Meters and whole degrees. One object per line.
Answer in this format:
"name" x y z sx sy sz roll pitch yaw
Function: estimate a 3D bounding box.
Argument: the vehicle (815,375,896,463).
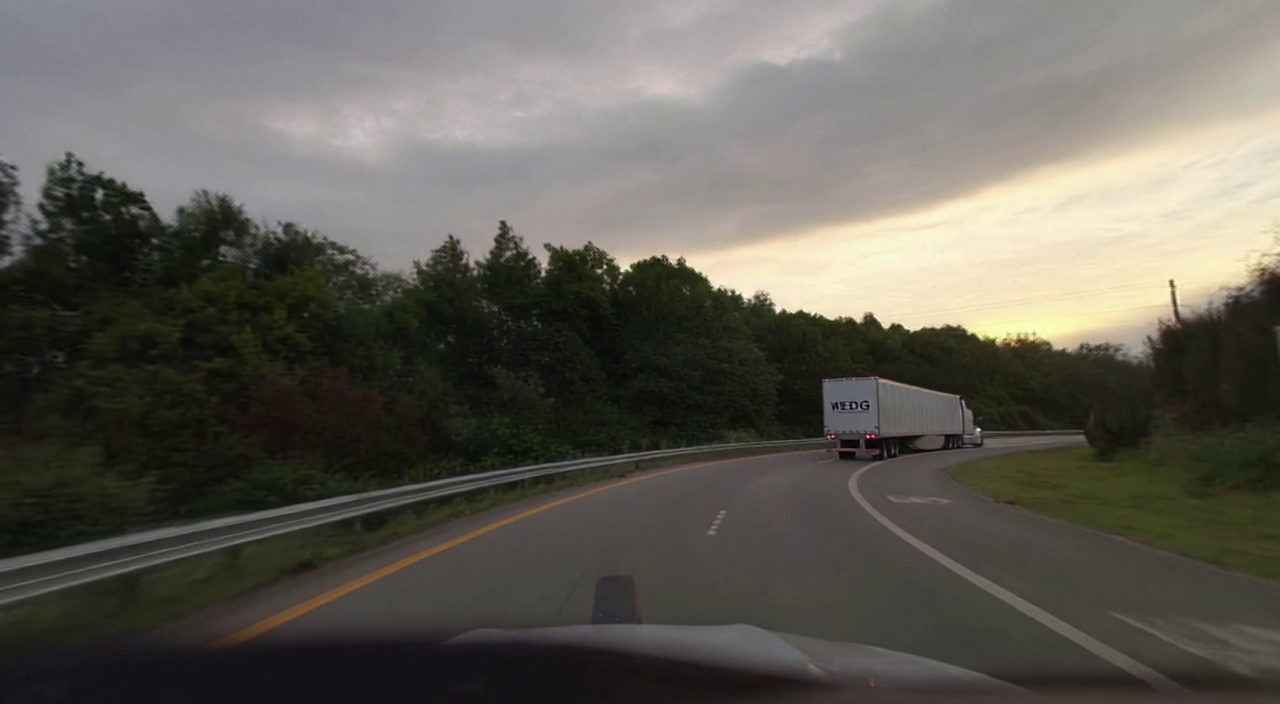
"vehicle" 10.018 3.142 29.085 2.963 3.771 3.137 -4 -9 27

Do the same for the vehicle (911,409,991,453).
"vehicle" 19.616 4.994 39.441 6.650 2.524 2.120 7 -11 -42
